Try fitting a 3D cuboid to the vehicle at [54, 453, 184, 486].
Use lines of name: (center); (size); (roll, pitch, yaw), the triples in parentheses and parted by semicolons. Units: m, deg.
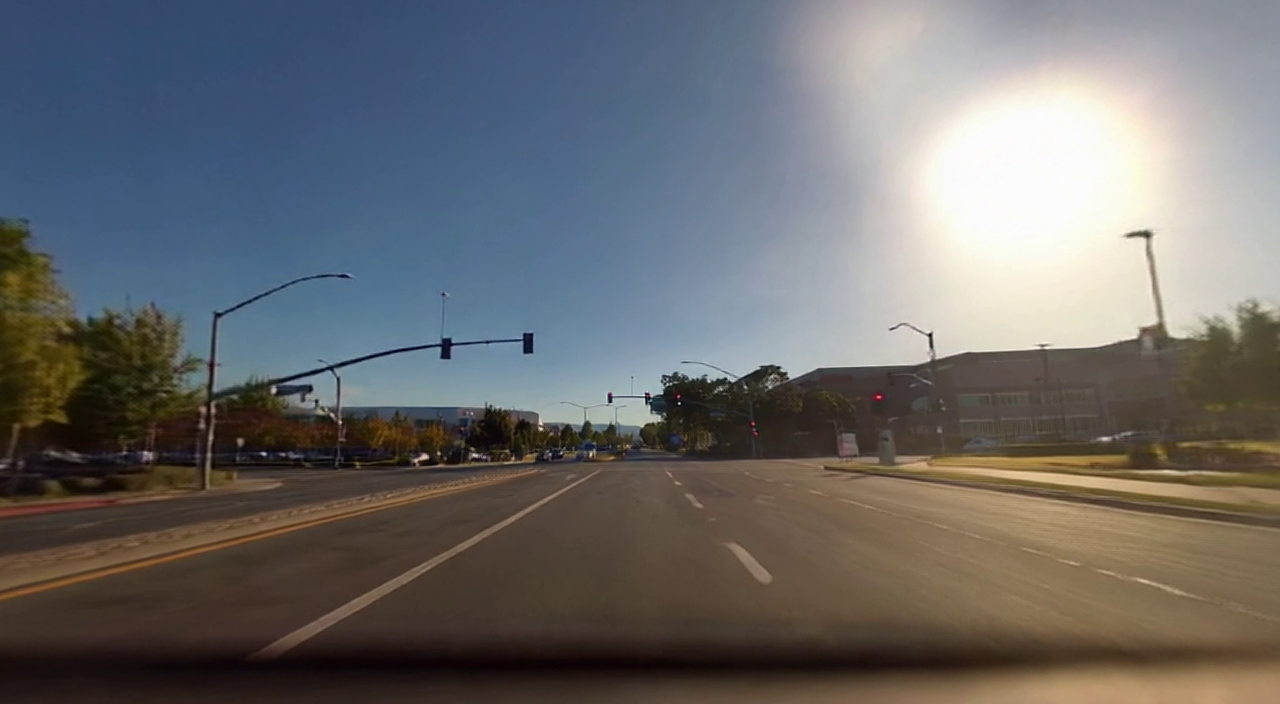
vehicle: (-30.802, 6.939, 37.519); (5.418, 1.823, 2.531); (0, -9, -2)
